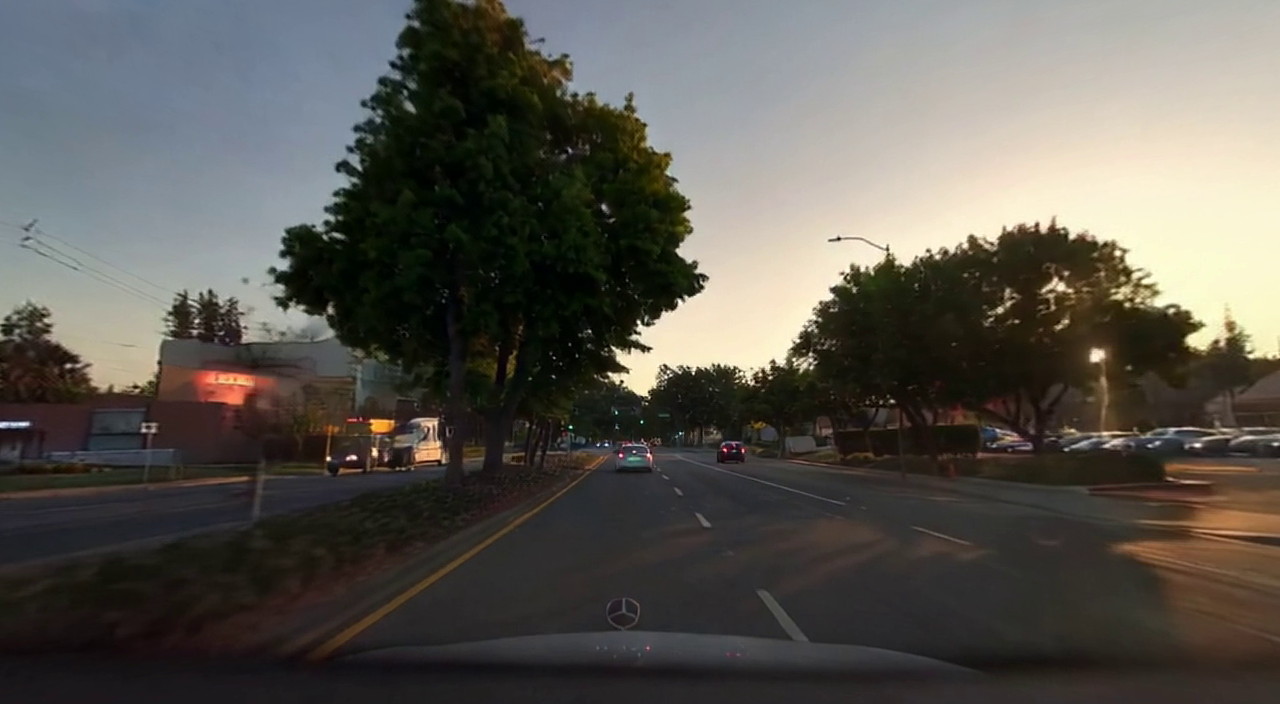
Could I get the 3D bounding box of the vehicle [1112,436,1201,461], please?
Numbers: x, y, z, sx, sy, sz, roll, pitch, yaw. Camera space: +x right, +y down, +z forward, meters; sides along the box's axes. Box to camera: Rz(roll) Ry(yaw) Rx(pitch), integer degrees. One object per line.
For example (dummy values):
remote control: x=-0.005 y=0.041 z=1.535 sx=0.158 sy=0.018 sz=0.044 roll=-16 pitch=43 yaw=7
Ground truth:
vehicle: x=32.808 y=6.139 z=40.299 sx=1.804 sy=1.461 sz=4.611 roll=0 pitch=-8 yaw=1

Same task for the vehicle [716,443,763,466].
vehicle: x=6.548 y=6.802 z=42.092 sx=2.075 sy=1.475 sz=4.571 roll=0 pitch=-8 yaw=-3

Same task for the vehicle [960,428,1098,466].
vehicle: x=21.090 y=5.169 z=34.442 sx=5.909 sy=1.970 sz=2.365 roll=0 pitch=-8 yaw=-1

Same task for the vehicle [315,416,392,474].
vehicle: x=-19.698 y=6.416 z=43.727 sx=2.986 sy=3.786 sz=4.453 roll=0 pitch=-8 yaw=1

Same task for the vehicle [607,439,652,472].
vehicle: x=-0.608 y=5.203 z=32.062 sx=2.072 sy=1.545 sz=4.578 roll=0 pitch=-8 yaw=-3
